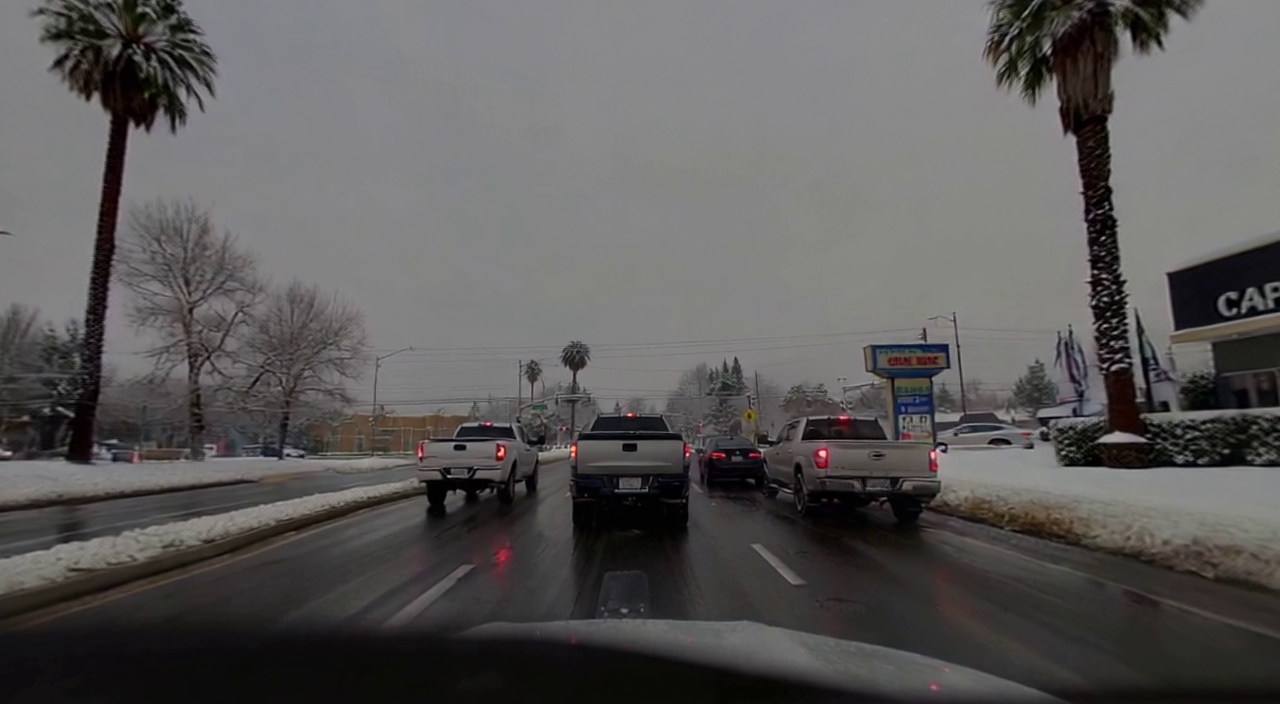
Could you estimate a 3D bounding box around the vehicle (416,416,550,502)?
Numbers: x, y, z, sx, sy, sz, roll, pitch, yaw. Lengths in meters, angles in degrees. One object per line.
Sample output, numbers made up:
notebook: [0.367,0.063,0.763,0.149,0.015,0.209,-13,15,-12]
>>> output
vehicle: [-3.683,2.624,15.756,2.071,1.811,4.605,0,-8,1]

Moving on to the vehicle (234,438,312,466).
vehicle: [-29.001,7.931,49.981,2.543,2.092,6.613,1,-8,-4]

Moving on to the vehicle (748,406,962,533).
vehicle: [3.611,2.114,11.958,2.120,1.828,5.531,0,-8,0]

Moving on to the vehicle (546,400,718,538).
vehicle: [-0.054,1.971,11.225,2.295,1.835,5.471,0,-8,1]
